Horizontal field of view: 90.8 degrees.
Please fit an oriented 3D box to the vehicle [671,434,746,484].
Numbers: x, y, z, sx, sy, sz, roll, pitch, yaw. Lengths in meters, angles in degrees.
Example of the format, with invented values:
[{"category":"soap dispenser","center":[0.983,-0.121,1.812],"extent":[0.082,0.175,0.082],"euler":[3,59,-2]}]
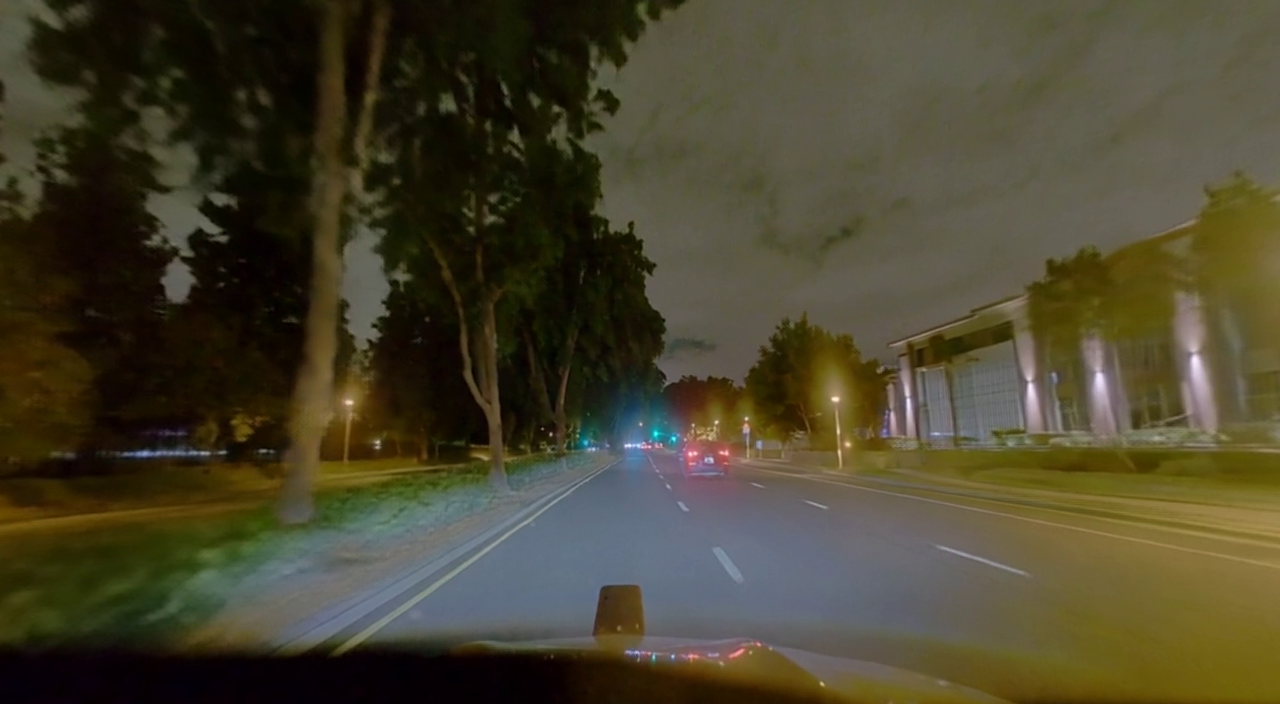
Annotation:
[{"category":"vehicle","center":[2.523,4.097,24.502],"extent":[2.240,1.740,4.605],"euler":[0,-8,-2]}]
